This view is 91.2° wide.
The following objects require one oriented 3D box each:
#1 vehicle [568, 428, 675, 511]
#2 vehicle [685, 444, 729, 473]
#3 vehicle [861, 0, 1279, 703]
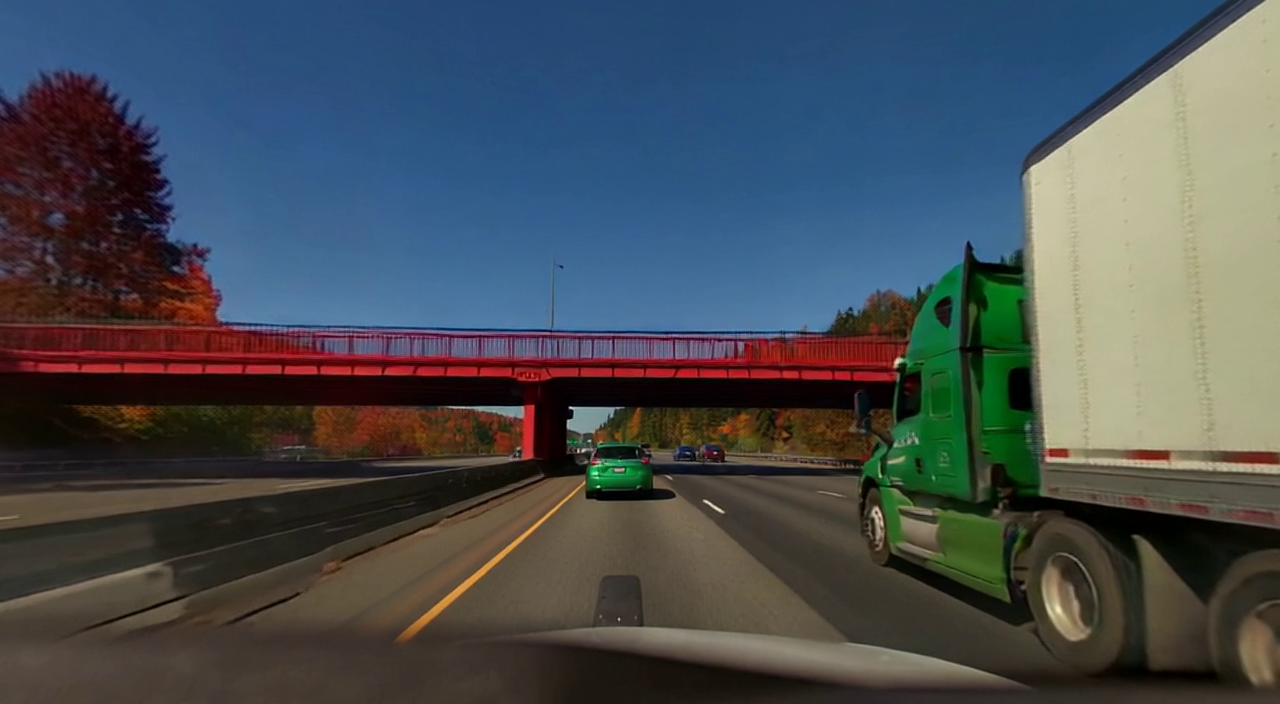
[{"bbox_3d":[-0.401,2.783,15.227,2.259,1.699,4.015,0,-9,0],"label":"vehicle"},{"bbox_3d":[3.686,5.931,35.145,1.894,1.487,3.751,0,-9,-2],"label":"vehicle"},{"bbox_3d":[4.168,-0.186,2.835,2.992,3.920,8.831,0,-9,0],"label":"vehicle"}]
